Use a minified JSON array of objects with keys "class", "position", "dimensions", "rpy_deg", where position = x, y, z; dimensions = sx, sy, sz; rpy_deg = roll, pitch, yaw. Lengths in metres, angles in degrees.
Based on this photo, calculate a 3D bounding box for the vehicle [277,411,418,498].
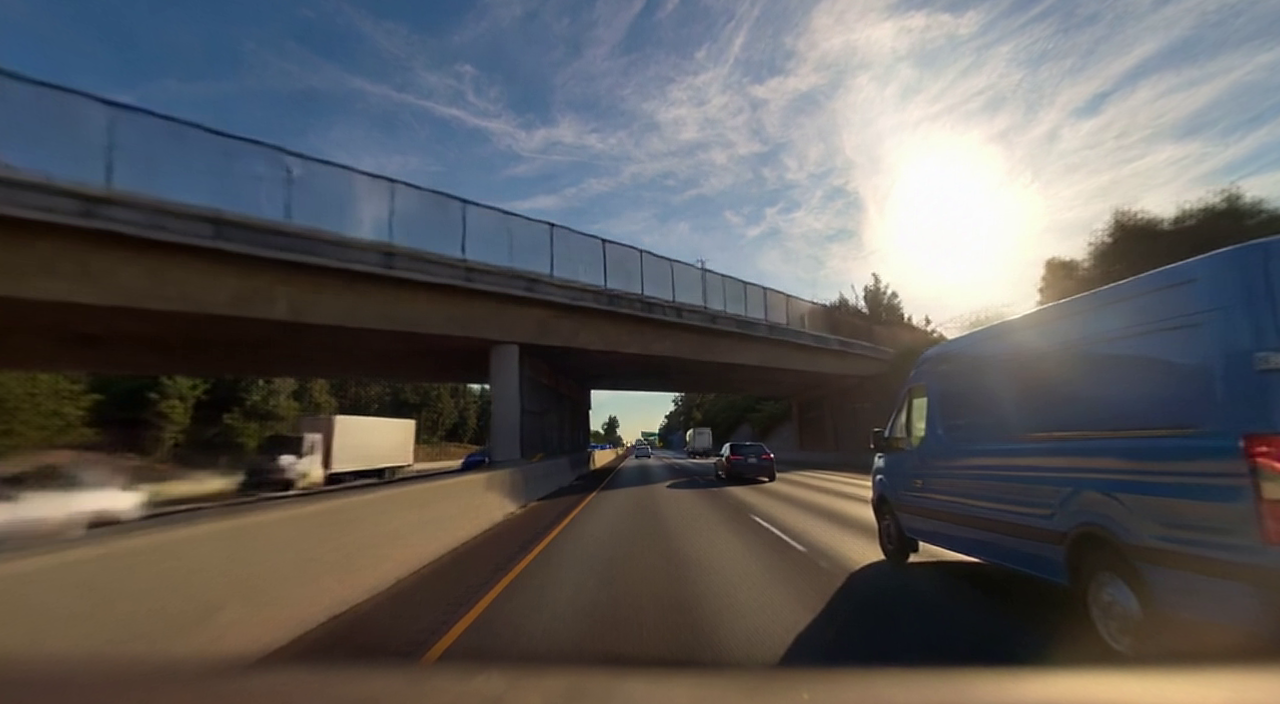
[{"class":"vehicle","position":[-14.902,5.352,33.134],"dimensions":[3.283,3.956,8.184],"rpy_deg":[0,-9,1]}]

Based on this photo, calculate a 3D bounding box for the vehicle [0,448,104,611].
[{"class":"vehicle","position":[-7.616,1.740,5.843],"dimensions":[1.828,1.681,3.860],"rpy_deg":[0,-9,0]}]

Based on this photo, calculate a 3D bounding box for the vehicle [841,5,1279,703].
[{"class":"vehicle","position":[3.861,0.468,4.549],"dimensions":[2.460,3.155,6.902],"rpy_deg":[0,-9,0]}]

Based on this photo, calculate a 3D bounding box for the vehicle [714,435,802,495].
[{"class":"vehicle","position":[3.703,3.640,20.595],"dimensions":[2.009,1.731,4.149],"rpy_deg":[0,-9,-1]}]
